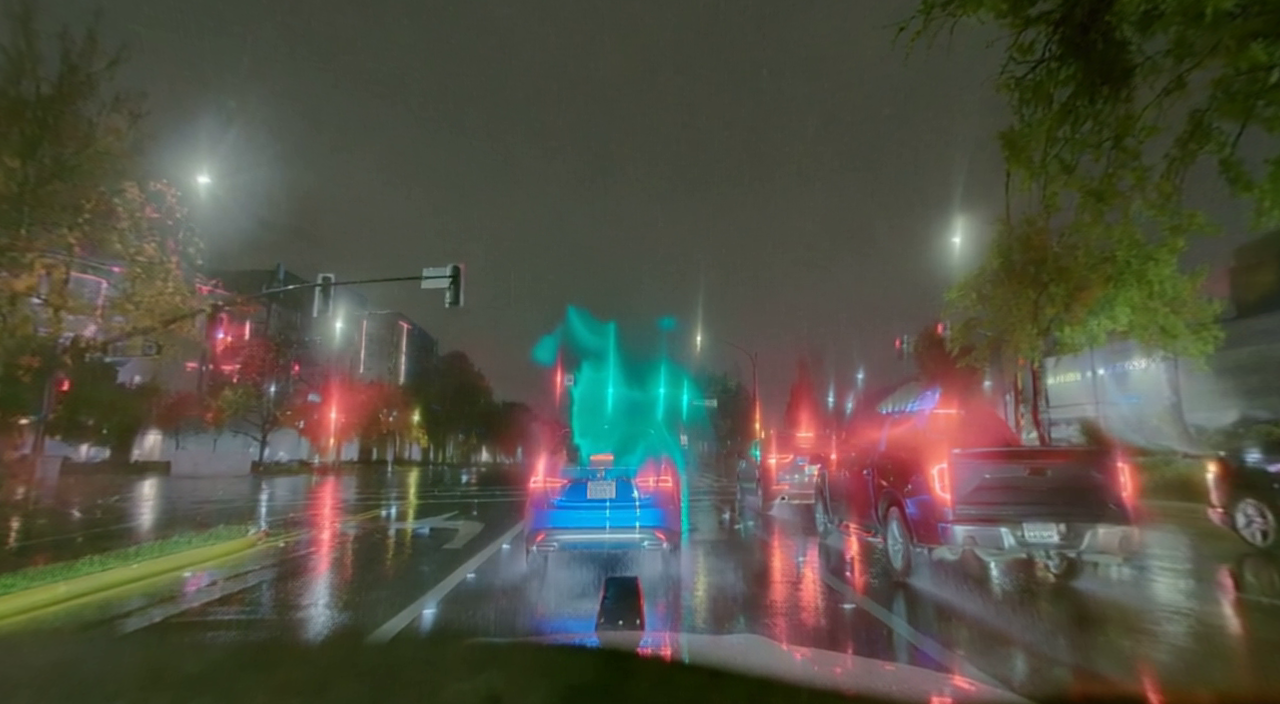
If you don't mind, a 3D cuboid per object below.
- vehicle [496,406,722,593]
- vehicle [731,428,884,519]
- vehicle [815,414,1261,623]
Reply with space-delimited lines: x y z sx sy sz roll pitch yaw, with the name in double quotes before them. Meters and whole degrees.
"vehicle" -0.278 1.615 7.637 2.037 1.674 3.693 0 -9 0
"vehicle" 3.376 2.533 13.692 2.031 1.626 4.264 0 -9 -1
"vehicle" 3.639 1.592 7.096 1.955 1.550 4.587 0 -9 -1
